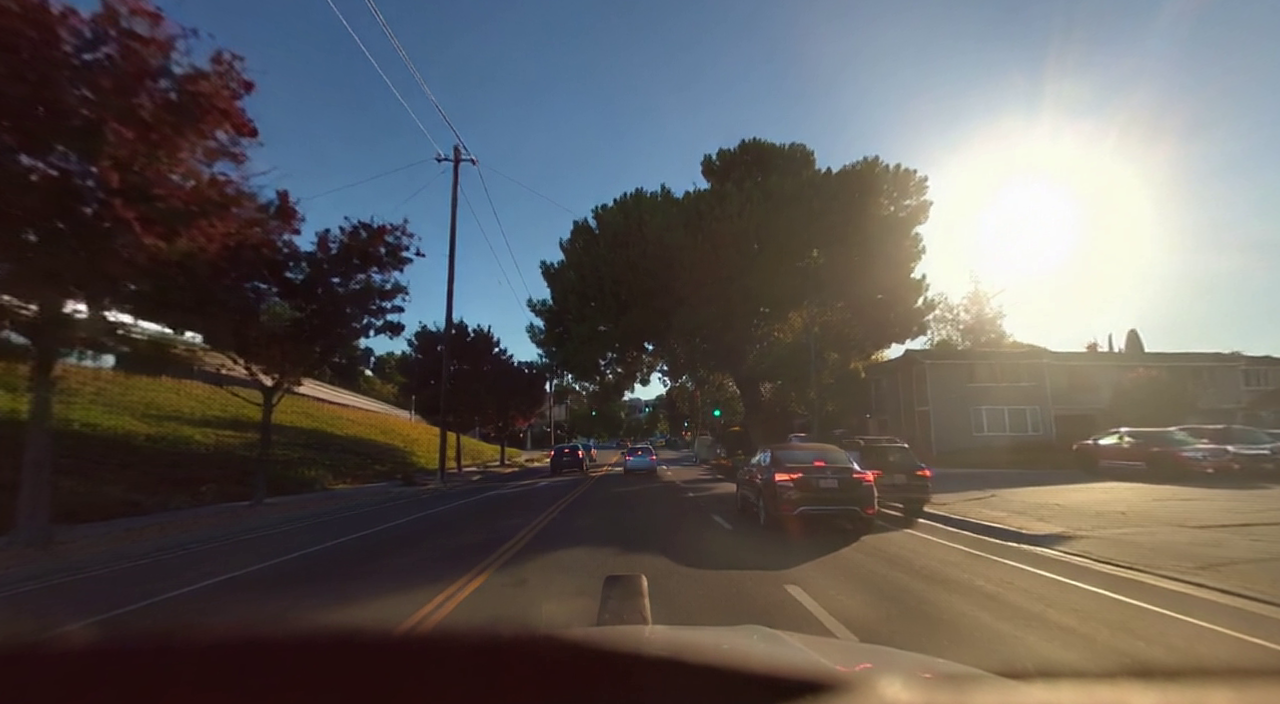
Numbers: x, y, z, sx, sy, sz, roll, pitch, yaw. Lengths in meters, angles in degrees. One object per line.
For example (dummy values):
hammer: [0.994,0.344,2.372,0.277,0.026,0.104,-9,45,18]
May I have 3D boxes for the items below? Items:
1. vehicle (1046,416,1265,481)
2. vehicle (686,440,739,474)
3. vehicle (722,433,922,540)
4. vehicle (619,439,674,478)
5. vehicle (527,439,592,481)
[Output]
vehicle: [16.528,3.210,20.792,2.478,1.836,5.409,0,-9,-2]
vehicle: [3.308,4.875,29.512,1.943,1.484,4.030,0,-8,-1]
vehicle: [2.856,2.219,11.151,2.158,1.483,4.415,0,-8,-1]
vehicle: [0.241,4.370,26.266,2.101,1.467,4.210,0,-8,0]
vehicle: [-3.117,4.266,25.282,2.012,1.505,4.205,0,-8,1]
